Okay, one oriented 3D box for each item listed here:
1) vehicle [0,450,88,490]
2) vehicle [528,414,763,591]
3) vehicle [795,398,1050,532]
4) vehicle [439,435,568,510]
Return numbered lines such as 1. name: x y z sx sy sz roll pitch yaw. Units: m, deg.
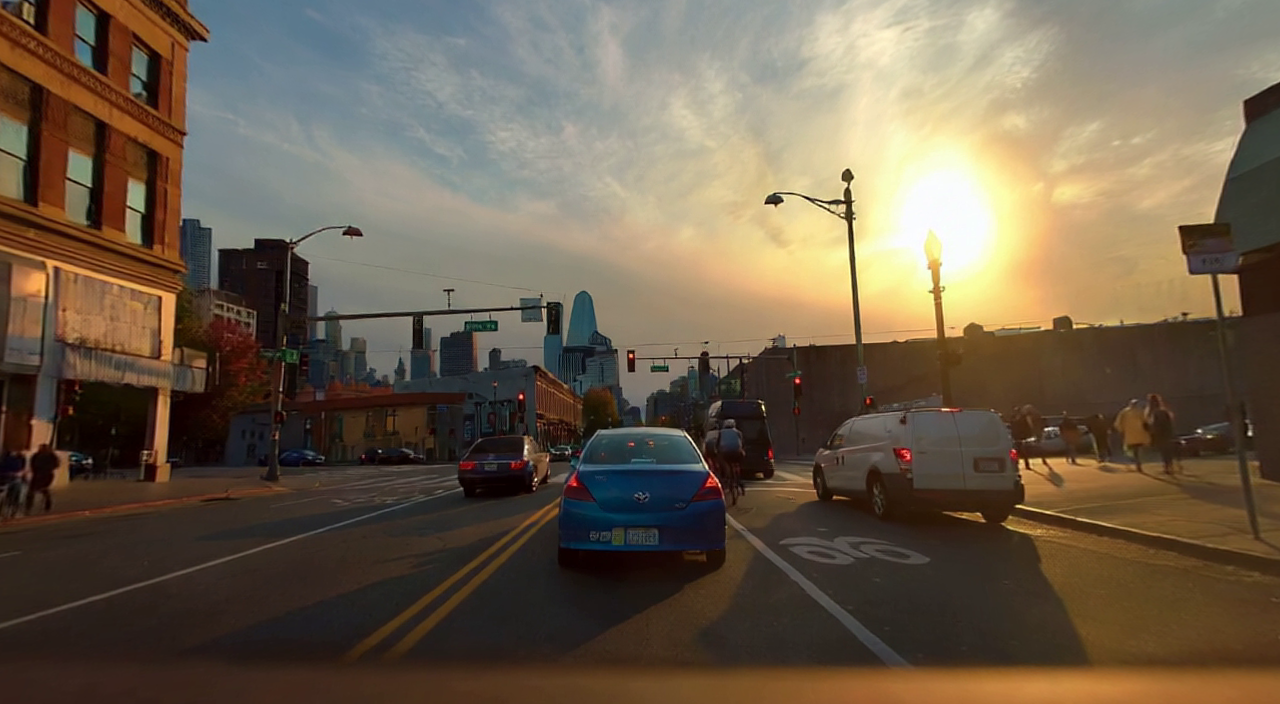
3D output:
1. vehicle: -29.173 5.570 30.206 2.264 1.722 4.721 2 -9 -18
2. vehicle: 0.033 1.650 7.708 2.091 1.557 4.000 0 -9 0
3. vehicle: 4.508 1.919 11.159 2.142 1.829 4.767 0 -9 -2
4. vehicle: -2.947 2.714 14.672 2.039 1.452 4.489 0 -9 0
